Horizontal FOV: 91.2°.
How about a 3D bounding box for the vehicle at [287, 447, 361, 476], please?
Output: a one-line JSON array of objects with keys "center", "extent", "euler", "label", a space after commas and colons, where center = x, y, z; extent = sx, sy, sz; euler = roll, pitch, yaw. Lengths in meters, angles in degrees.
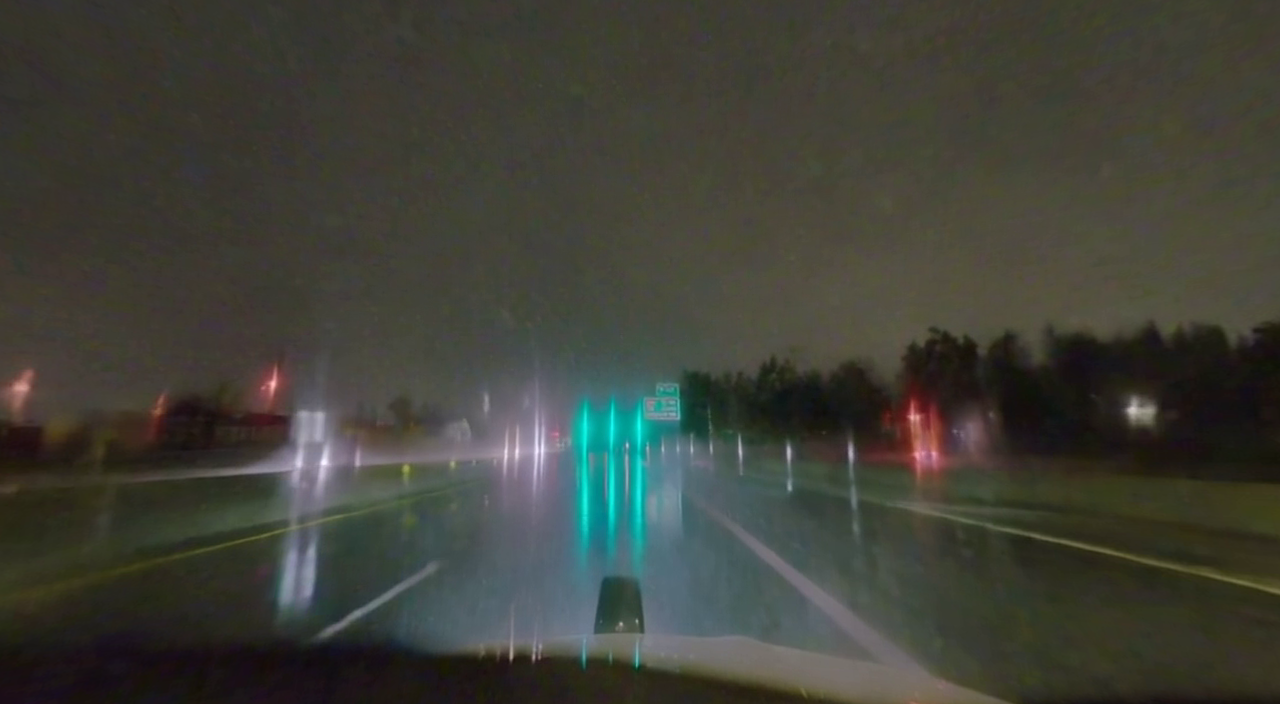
[{"center": [-17.781, 6.176, 35.531], "extent": [1.869, 1.469, 4.602], "euler": [0, -9, -1], "label": "vehicle"}]
